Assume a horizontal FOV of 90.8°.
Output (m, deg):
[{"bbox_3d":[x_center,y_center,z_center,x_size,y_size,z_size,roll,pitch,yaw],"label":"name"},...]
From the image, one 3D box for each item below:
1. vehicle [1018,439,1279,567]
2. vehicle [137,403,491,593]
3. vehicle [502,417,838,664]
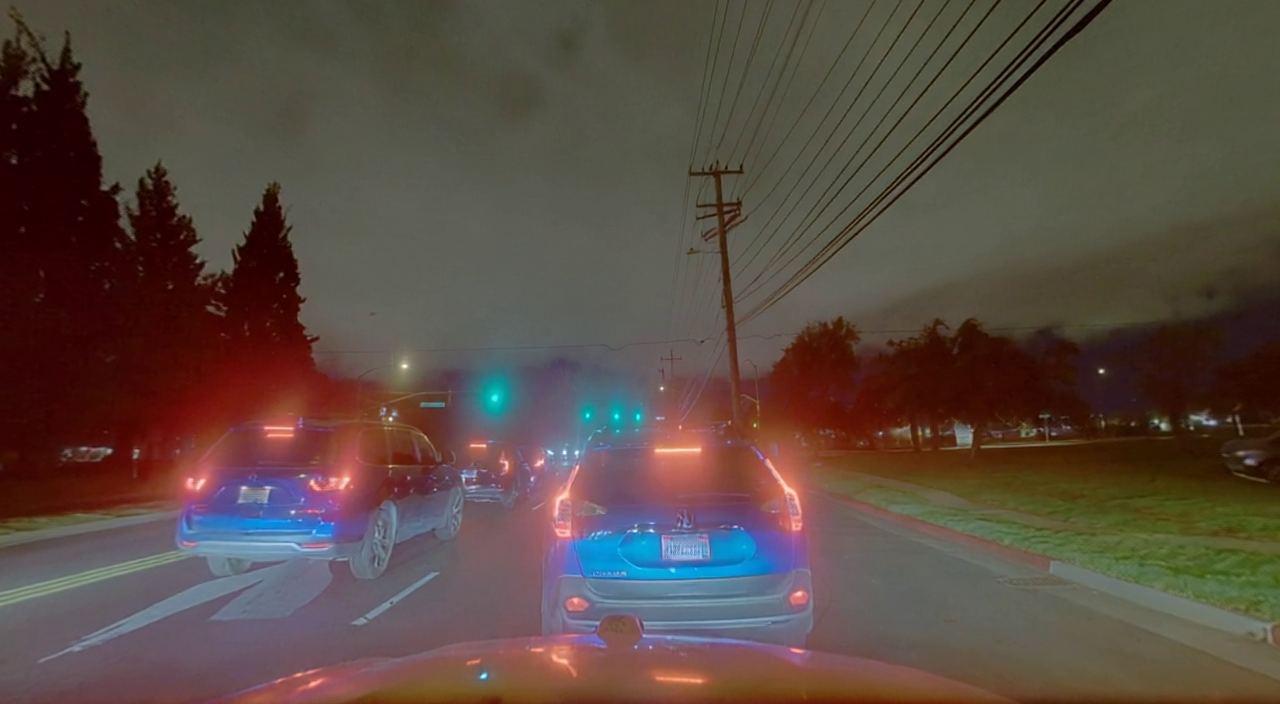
[{"bbox_3d":[8.382,2.157,9.923,1.993,1.508,4.521,0,-9,-1],"label":"vehicle"},{"bbox_3d":[-3.474,1.647,7.960,2.105,1.706,4.337,0,-9,0],"label":"vehicle"},{"bbox_3d":[0.112,1.451,5.944,2.056,1.487,4.003,0,-9,-2],"label":"vehicle"}]
